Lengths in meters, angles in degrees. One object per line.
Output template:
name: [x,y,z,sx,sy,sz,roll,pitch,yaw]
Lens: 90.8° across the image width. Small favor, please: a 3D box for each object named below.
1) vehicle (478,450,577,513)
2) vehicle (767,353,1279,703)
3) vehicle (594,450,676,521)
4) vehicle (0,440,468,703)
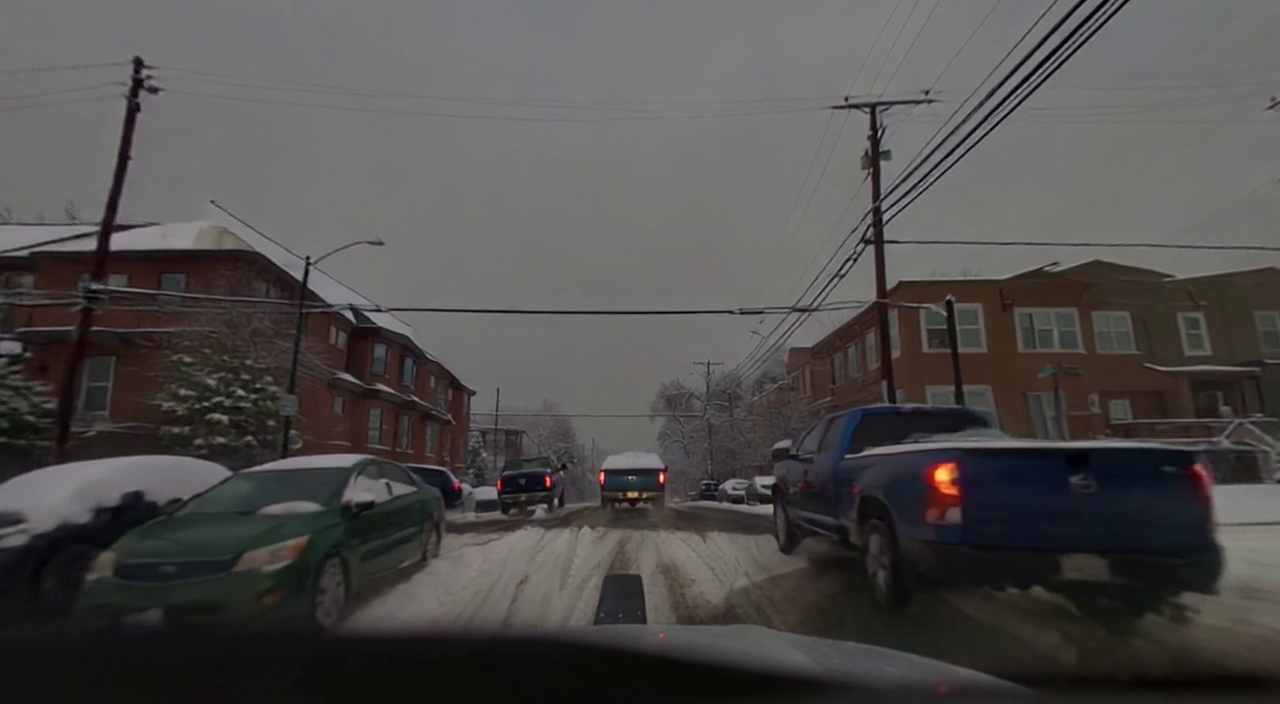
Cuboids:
vehicle: [-3.661,4.586,21.963,2.330,1.859,6.068,0,-13,0]
vehicle: [2.689,1.308,5.747,2.027,1.907,4.736,0,-9,-1]
vehicle: [-0.118,4.177,20.075,2.308,1.940,4.125,-2,-10,1]
vehicle: [-3.095,1.575,5.767,1.868,1.462,4.385,0,-9,-1]
